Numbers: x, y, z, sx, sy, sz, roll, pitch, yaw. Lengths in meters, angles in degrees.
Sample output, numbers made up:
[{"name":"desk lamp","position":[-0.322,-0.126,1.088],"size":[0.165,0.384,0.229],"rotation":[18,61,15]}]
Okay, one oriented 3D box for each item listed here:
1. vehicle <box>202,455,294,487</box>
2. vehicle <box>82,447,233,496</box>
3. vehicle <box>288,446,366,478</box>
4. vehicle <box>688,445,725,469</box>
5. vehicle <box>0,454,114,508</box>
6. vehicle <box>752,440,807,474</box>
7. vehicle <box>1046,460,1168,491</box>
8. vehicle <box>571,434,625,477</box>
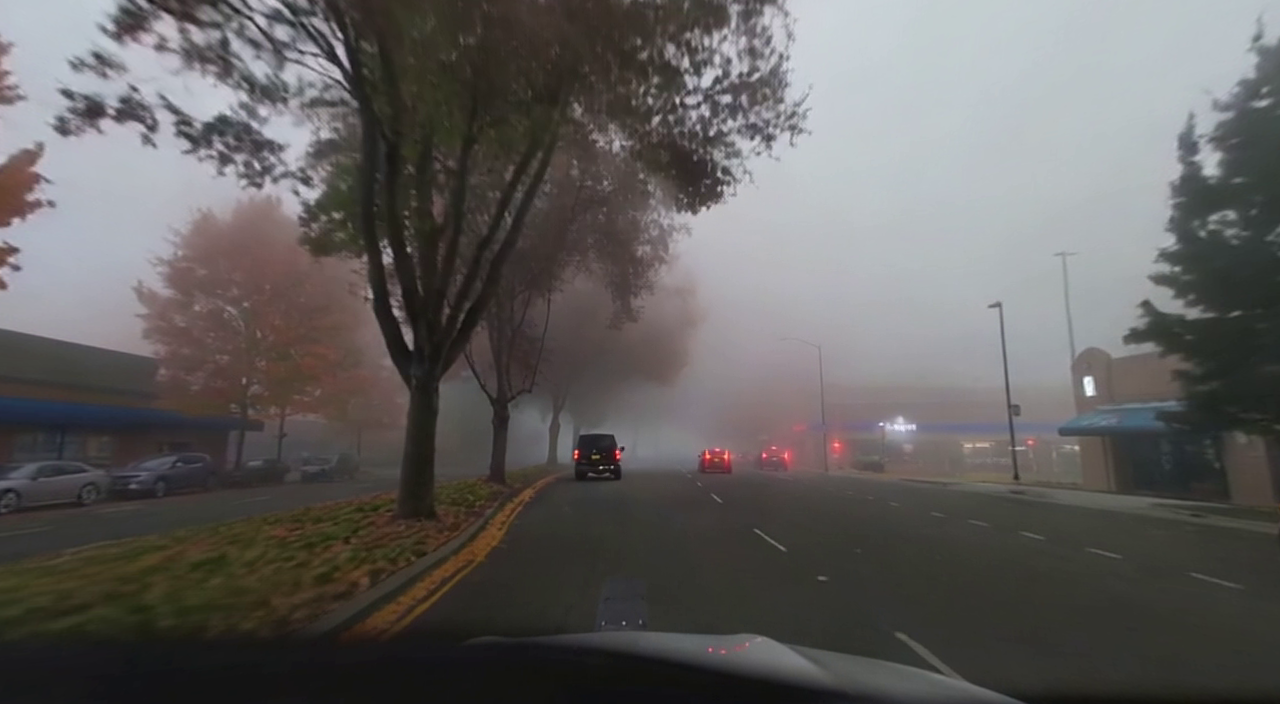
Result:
[{"name":"vehicle","position":[-18.874,5.733,30.620],"size":[1.737,1.349,4.014],"rotation":[0,-8,3]},{"name":"vehicle","position":[-19.127,4.696,25.377],"size":[2.137,1.723,4.850],"rotation":[0,-8,1]},{"name":"vehicle","position":[-18.894,6.611,38.374],"size":[1.914,1.785,5.408],"rotation":[0,-8,1]},{"name":"vehicle","position":[4.222,6.721,40.650],"size":[1.886,1.464,4.290],"rotation":[0,-8,0]},{"name":"vehicle","position":[-19.228,3.934,19.514],"size":[1.985,1.463,4.603],"rotation":[0,-8,-1]},{"name":"vehicle","position":[7.784,5.897,35.657],"size":[2.040,1.738,4.414],"rotation":[0,-8,0]},{"name":"vehicle","position":[28.035,7.409,38.001],"size":[5.680,1.772,2.071],"rotation":[0,-8,-2]},{"name":"vehicle","position":[-1.981,4.831,29.738],"size":[2.344,1.863,4.665],"rotation":[1,-8,-4]}]
